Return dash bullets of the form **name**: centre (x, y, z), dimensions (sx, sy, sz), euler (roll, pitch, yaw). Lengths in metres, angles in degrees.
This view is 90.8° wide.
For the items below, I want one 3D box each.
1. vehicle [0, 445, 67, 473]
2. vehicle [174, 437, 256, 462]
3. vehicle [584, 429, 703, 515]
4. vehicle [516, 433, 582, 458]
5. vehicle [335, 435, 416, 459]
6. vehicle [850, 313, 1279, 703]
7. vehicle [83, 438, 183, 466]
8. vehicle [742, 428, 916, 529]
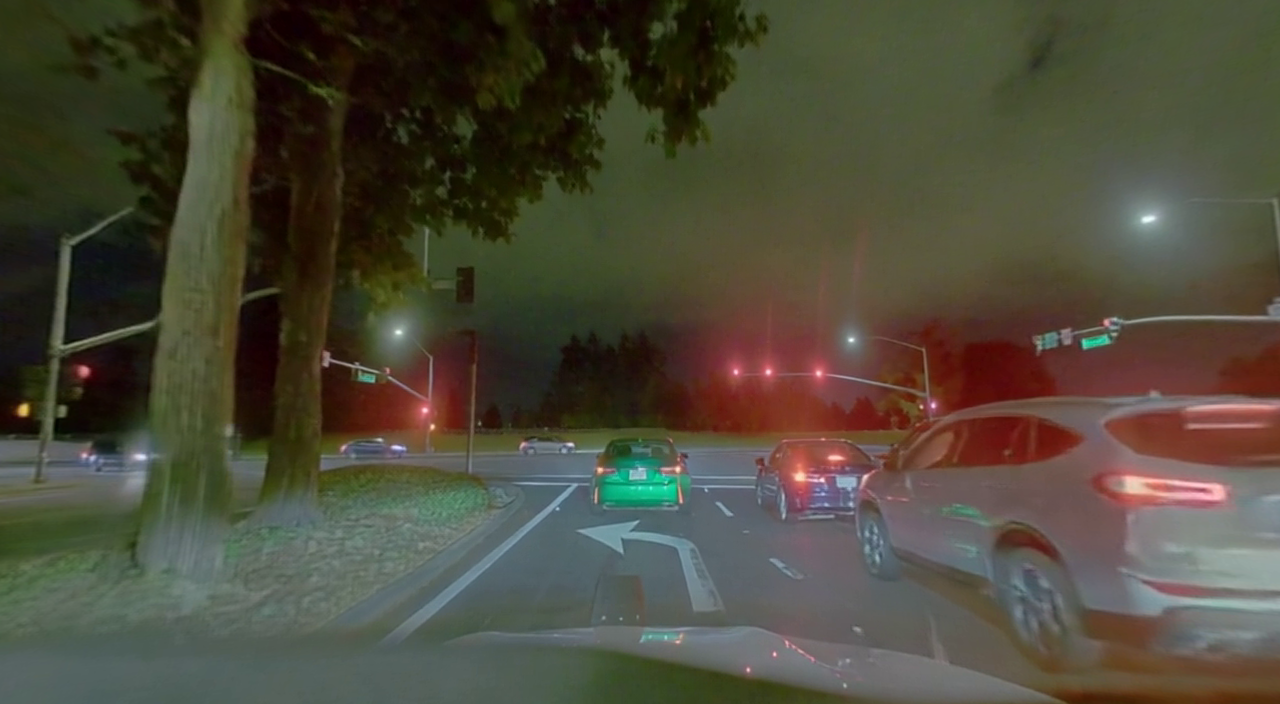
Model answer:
- **vehicle**: centre (-35.016, 5.937, 35.181), dimensions (4.630, 1.441, 1.923), euler (-1, -9, 8)
- **vehicle**: centre (-29.807, 6.837, 44.367), dimensions (4.526, 1.649, 1.920), euler (-1, -9, 6)
- **vehicle**: centre (0.086, 2.366, 12.925), dimensions (2.026, 1.458, 4.175), euler (0, -8, 1)
- **vehicle**: centre (-5.835, 6.008, 40.523), dimensions (4.076, 1.498, 2.175), euler (1, -9, -10)
- **vehicle**: centre (-17.948, 6.464, 43.058), dimensions (4.670, 1.542, 1.861), euler (0, -8, 1)
- **vehicle**: centre (3.418, 1.094, 4.568), dimensions (2.111, 1.780, 4.990), euler (0, -8, 1)
- **vehicle**: centre (-30.271, 5.970, 37.793), dimensions (4.517, 1.637, 1.935), euler (-1, -9, 8)
- **vehicle**: centre (3.146, 2.197, 11.569), dimensions (1.861, 1.479, 4.371), euler (0, -8, 1)
